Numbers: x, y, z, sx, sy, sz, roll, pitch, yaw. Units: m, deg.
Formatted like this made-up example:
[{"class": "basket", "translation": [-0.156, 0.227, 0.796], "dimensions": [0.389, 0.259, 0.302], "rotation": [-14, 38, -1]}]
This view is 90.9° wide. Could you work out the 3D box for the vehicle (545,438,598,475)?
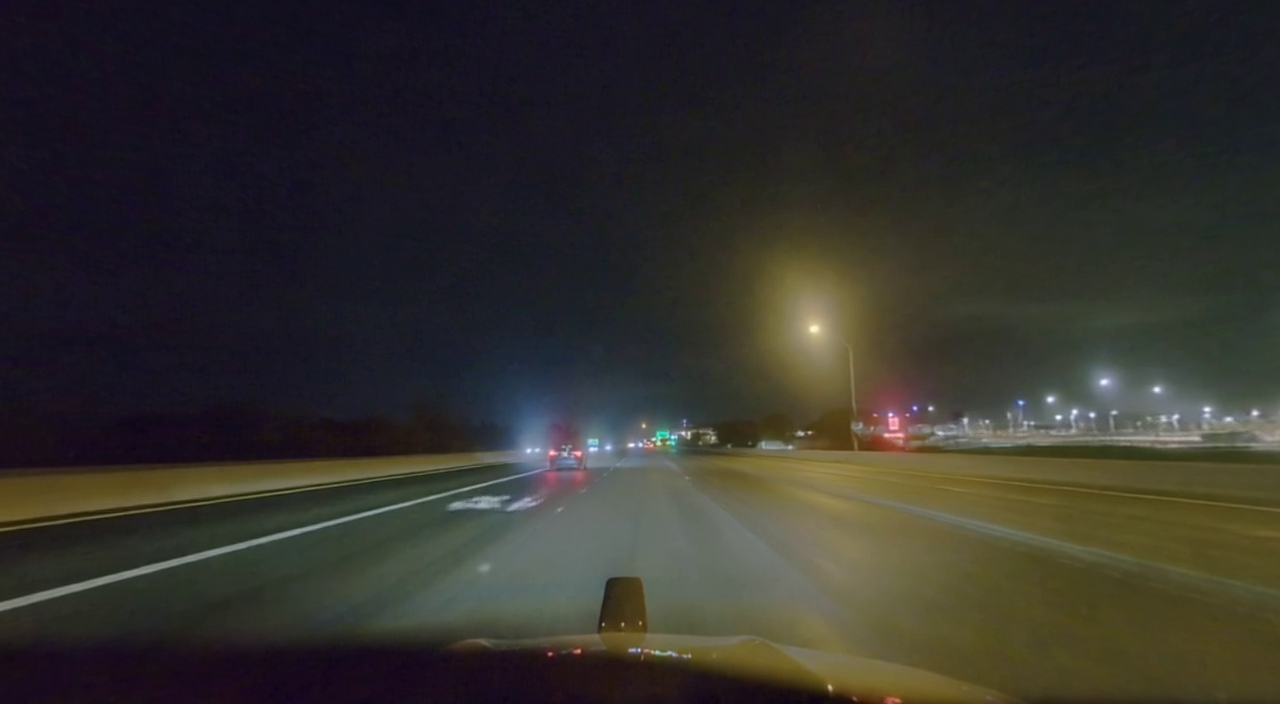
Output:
[{"class": "vehicle", "translation": [-3.377, 5.209, 31.799], "dimensions": [2.072, 1.706, 4.359], "rotation": [0, -8, 2]}]
